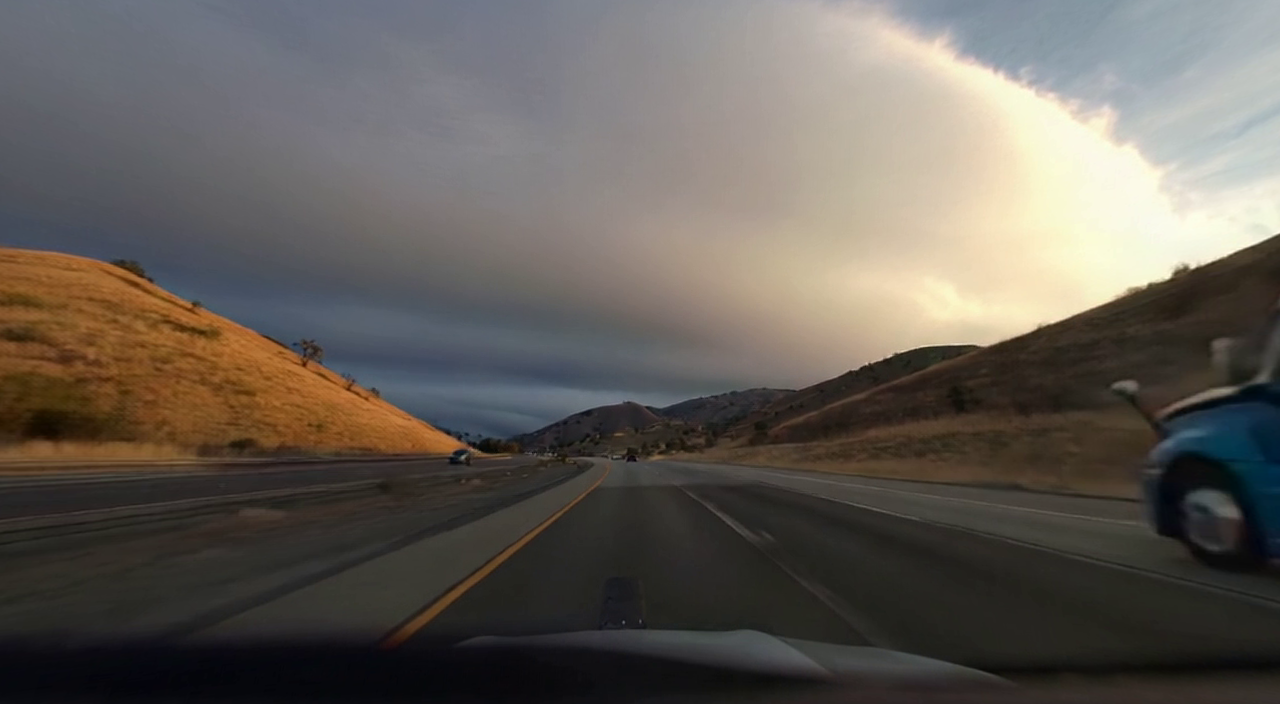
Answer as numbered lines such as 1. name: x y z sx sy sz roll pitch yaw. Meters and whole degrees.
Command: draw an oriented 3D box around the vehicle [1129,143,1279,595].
1. vehicle: 7.445 -0.267 2.865 3.431 4.023 8.588 0 -8 0
